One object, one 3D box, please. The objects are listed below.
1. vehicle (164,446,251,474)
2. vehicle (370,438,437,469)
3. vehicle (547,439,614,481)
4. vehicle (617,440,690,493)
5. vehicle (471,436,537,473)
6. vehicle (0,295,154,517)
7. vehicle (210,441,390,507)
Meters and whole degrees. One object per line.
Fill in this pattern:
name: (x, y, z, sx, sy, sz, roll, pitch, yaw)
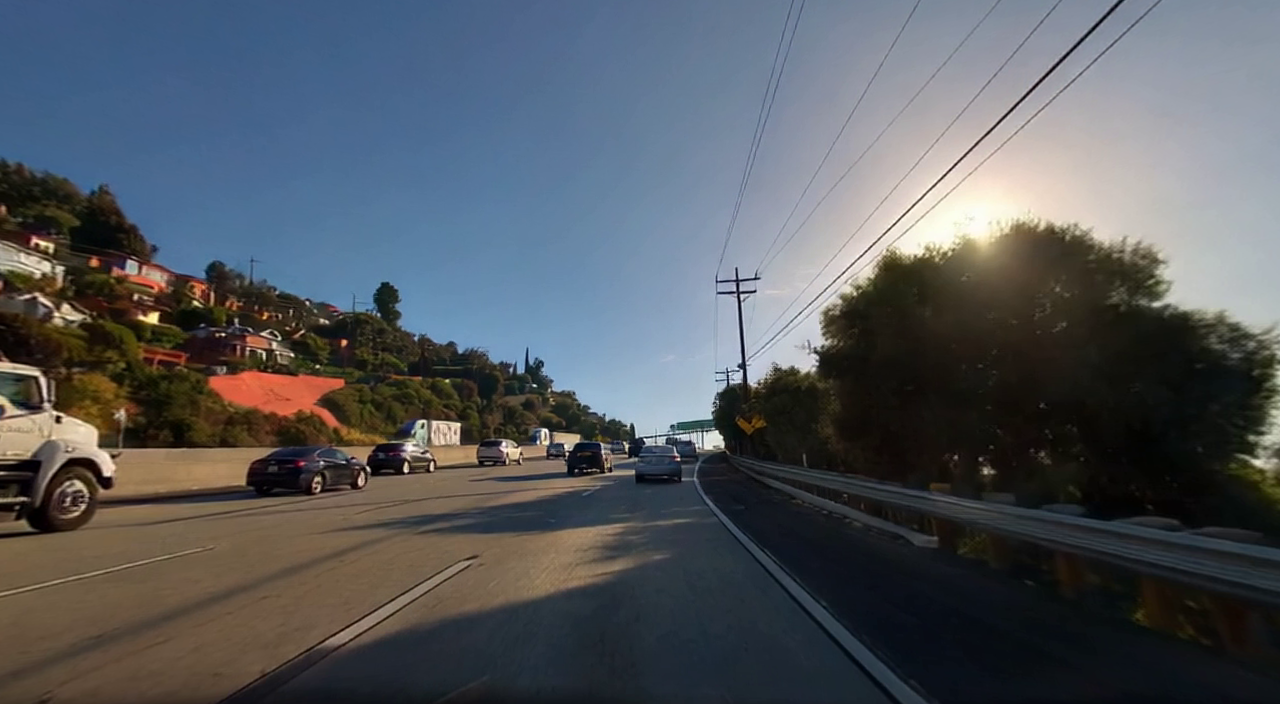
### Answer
vehicle: (-24.183, 6.001, 35.422, 1.808, 1.461, 4.066, -1, -8, 3)
vehicle: (-14.590, 6.262, 39.173, 2.020, 1.790, 4.563, -1, -8, 5)
vehicle: (-2.485, 4.663, 27.593, 2.121, 1.639, 4.383, -1, -8, 5)
vehicle: (0.509, 3.611, 20.301, 2.109, 1.495, 3.935, -1, -8, 3)
vehicle: (-7.097, 5.409, 33.499, 2.080, 1.833, 4.461, -1, -8, 6)
vehicle: (-13.435, 0.655, 9.220, 3.161, 4.024, 11.136, -1, -8, 4)
vehicle: (-8.605, 3.090, 16.547, 1.959, 1.469, 4.450, -1, -8, 5)
